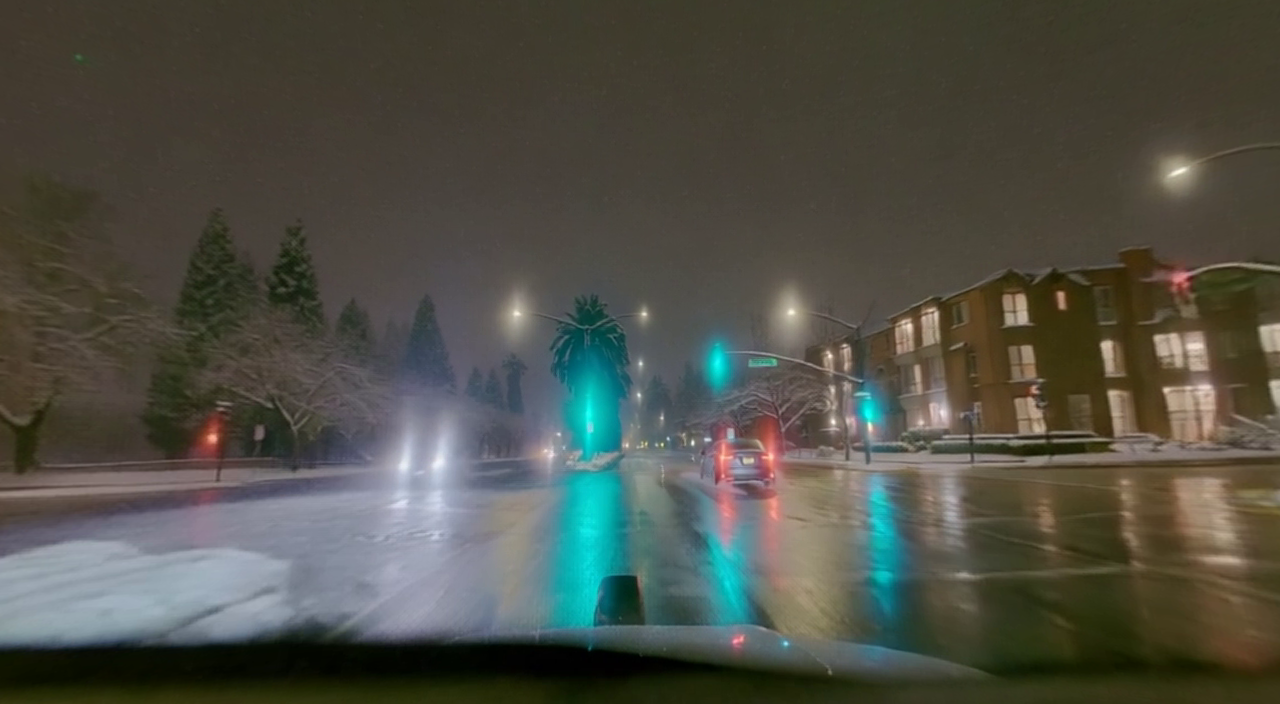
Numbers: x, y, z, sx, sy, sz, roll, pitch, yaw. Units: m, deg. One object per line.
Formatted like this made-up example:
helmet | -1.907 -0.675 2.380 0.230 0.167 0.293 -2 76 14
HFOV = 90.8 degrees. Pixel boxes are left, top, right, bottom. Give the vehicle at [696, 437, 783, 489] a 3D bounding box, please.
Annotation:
vehicle | 3.014 3.477 20.172 1.964 1.448 4.295 0 -8 -2

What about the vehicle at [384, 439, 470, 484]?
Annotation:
vehicle | -8.784 4.522 26.488 2.010 1.718 4.443 0 -8 0
